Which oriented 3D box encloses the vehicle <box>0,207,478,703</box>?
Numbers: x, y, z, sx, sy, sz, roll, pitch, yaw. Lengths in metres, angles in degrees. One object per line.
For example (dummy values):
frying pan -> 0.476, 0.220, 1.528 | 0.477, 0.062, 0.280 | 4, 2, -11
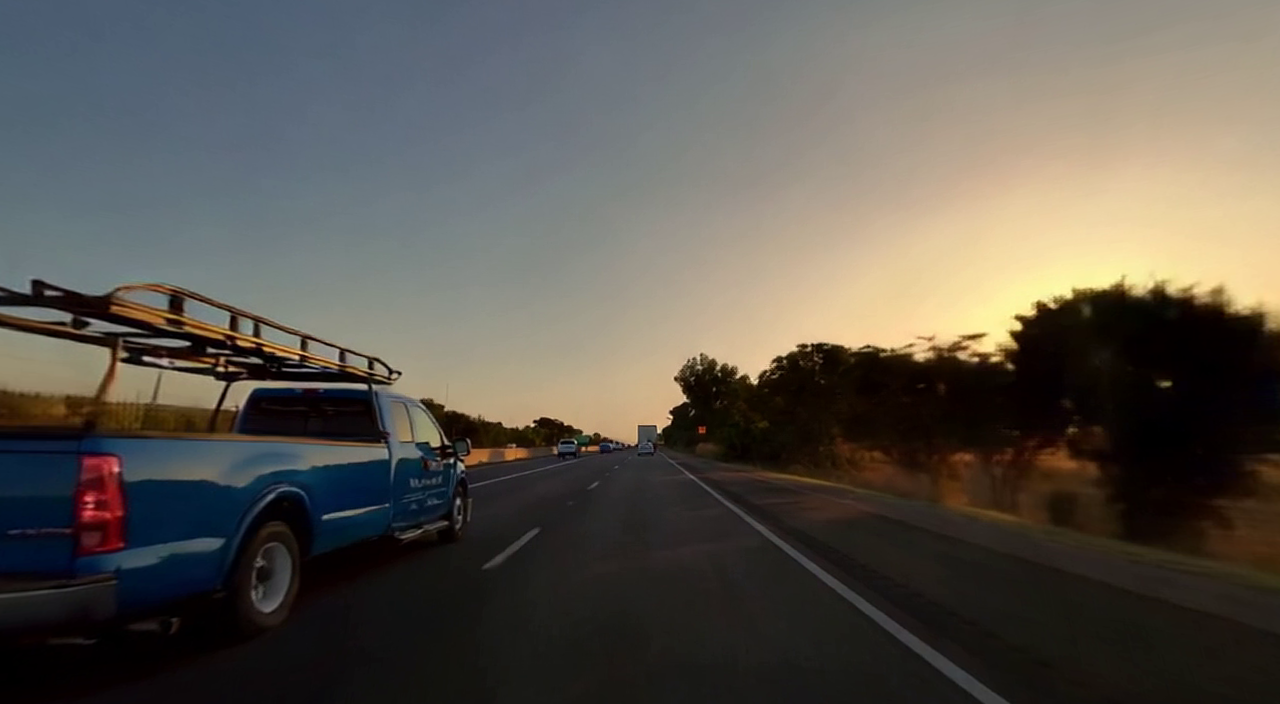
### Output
vehicle -> -3.775, 1.066, 5.676 | 2.791, 2.330, 6.725 | 0, -8, 0
